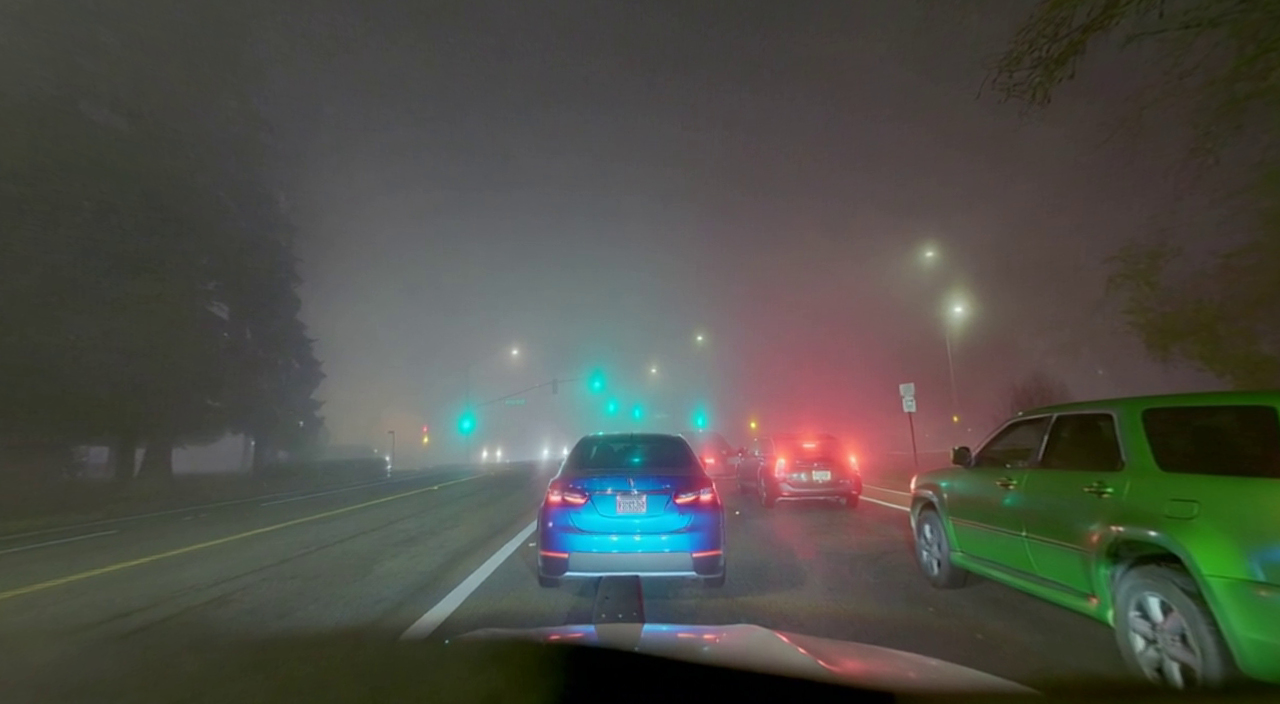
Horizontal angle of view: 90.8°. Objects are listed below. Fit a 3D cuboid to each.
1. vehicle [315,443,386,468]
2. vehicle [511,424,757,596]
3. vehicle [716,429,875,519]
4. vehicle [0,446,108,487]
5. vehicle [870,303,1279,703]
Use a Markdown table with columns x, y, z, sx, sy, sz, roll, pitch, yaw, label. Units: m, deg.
| x | y | z | sx | sy | sz | roll | pitch | yaw | label |
| --- | --- | --- | --- | --- | --- | --- | --- | --- | --- |
| -19.909 | 7.149 | 43.585 | 3.957 | 1.630 | 1.881 | 0 | -8 | 0 | vehicle |
| -0.098 | 1.713 | 7.760 | 2.186 | 1.500 | 4.141 | 0 | -8 | -1 | vehicle |
| 2.951 | 2.432 | 13.146 | 1.971 | 1.517 | 4.521 | 0 | -8 | -2 | vehicle |
| -22.531 | 4.220 | 23.436 | 4.092 | 1.438 | 1.639 | 0 | -8 | 1 | vehicle |
| 3.364 | 0.973 | 4.140 | 2.006 | 1.766 | 4.345 | 0 | -8 | -1 | vehicle |
